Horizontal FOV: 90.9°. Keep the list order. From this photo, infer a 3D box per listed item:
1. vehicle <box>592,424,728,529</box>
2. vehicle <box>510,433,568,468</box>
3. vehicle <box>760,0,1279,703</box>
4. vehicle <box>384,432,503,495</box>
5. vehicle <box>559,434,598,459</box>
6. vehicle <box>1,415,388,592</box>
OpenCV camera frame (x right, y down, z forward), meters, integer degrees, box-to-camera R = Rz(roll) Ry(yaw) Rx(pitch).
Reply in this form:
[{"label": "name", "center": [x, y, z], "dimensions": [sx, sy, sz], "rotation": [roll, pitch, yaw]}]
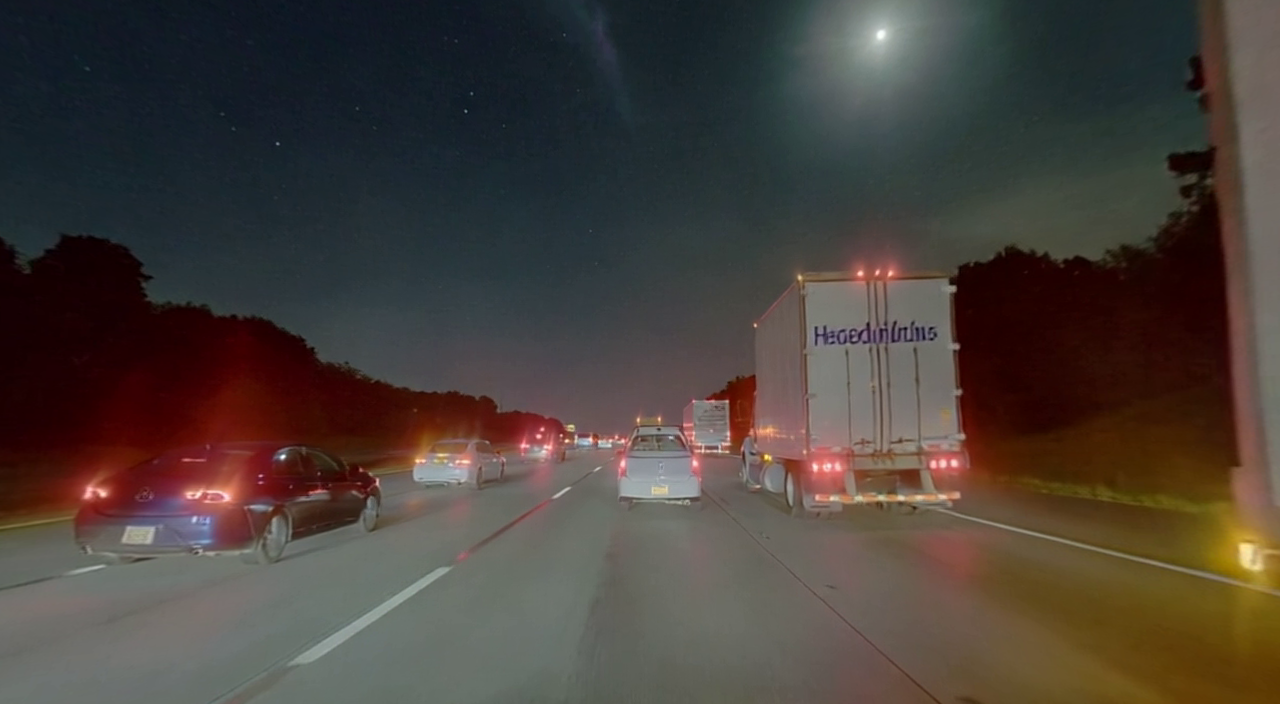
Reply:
[{"label": "vehicle", "center": [0.284, 2.044, 10.973], "dimensions": [1.973, 1.505, 3.568], "rotation": [0, -8, 0]}, {"label": "vehicle", "center": [-4.624, 4.545, 29.394], "dimensions": [1.887, 1.493, 4.411], "rotation": [0, -8, 1]}, {"label": "vehicle", "center": [3.974, 0.100, 5.828], "dimensions": [2.817, 3.989, 14.321], "rotation": [0, -8, -1]}, {"label": "vehicle", "center": [-5.072, 2.898, 16.875], "dimensions": [1.880, 1.458, 3.978], "rotation": [0, -8, 0]}, {"label": "vehicle", "center": [-3.956, 6.142, 41.192], "dimensions": [2.005, 1.475, 4.466], "rotation": [0, -8, 1]}, {"label": "vehicle", "center": [-4.607, 1.564, 7.355], "dimensions": [1.821, 1.514, 3.677], "rotation": [0, -8, -1]}]
